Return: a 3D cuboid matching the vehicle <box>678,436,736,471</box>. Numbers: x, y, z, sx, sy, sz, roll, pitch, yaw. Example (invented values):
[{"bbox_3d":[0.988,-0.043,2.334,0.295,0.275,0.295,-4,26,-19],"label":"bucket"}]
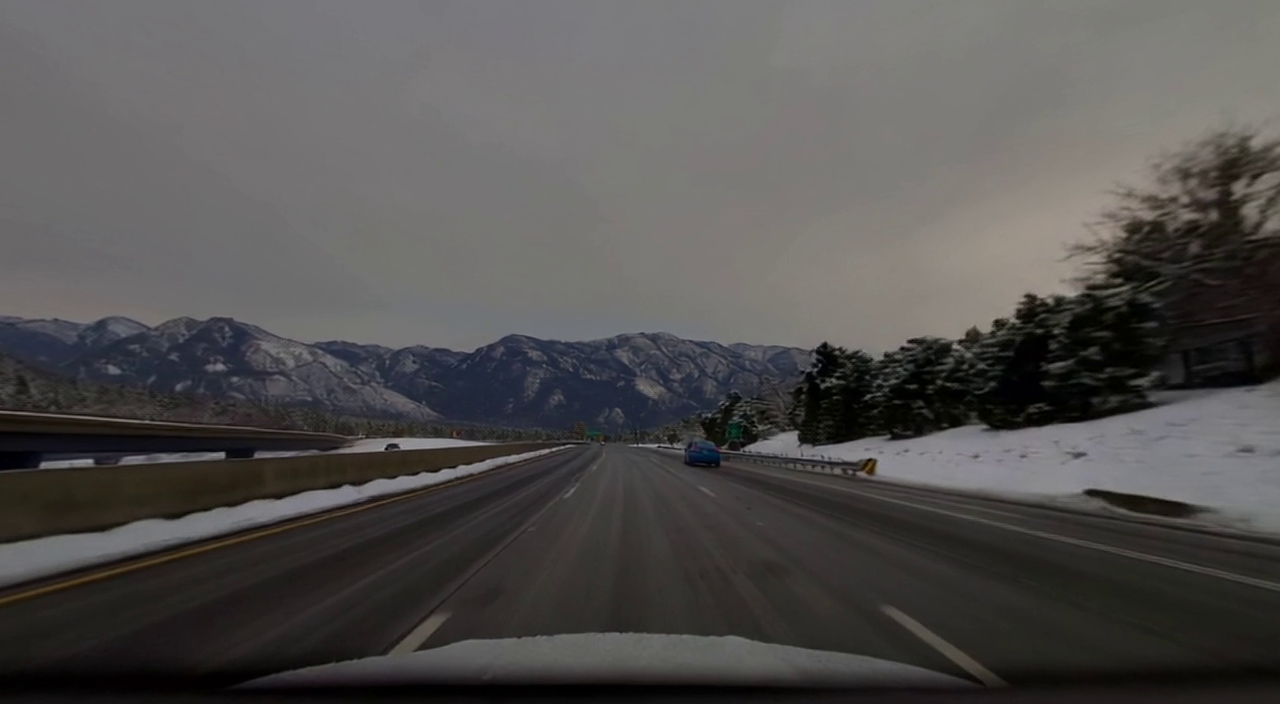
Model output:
[{"bbox_3d":[2.906,4.543,28.367,1.985,1.440,4.466,0,-8,-2],"label":"vehicle"}]
